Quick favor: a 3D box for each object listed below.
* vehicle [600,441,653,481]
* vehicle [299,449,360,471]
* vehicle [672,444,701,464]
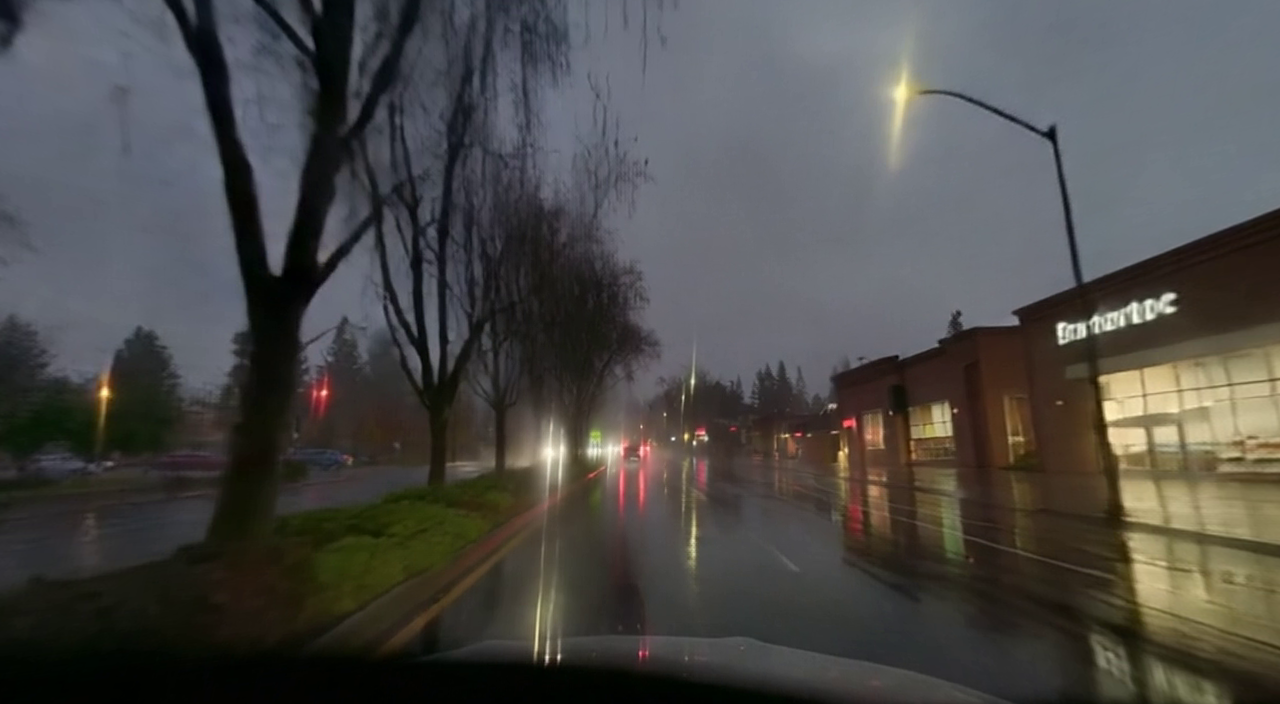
[{"bbox_3d":[-0.506,4.358,25.556,2.006,1.487,3.535,0,-8,0],"label":"vehicle"},{"bbox_3d":[-23.408,8.150,47.732,3.650,1.487,1.757,-1,-8,-1],"label":"vehicle"},{"bbox_3d":[3.632,8.002,49.847,1.910,1.474,4.003,0,-8,-1],"label":"vehicle"}]
